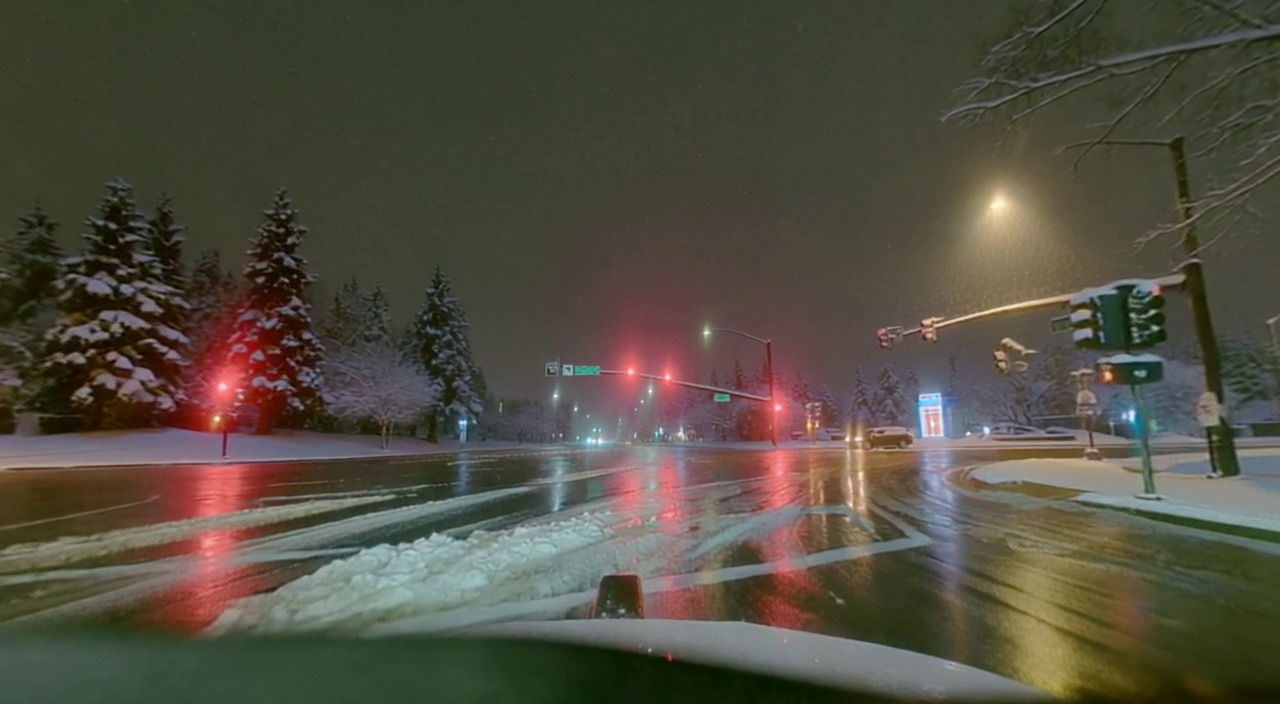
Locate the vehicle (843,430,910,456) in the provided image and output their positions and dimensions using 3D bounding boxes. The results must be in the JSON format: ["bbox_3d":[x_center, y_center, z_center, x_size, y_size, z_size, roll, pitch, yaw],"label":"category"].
[{"bbox_3d":[17.672,6.791,47.141,4.600,1.783,1.970,4,-10,-26],"label":"vehicle"}]
